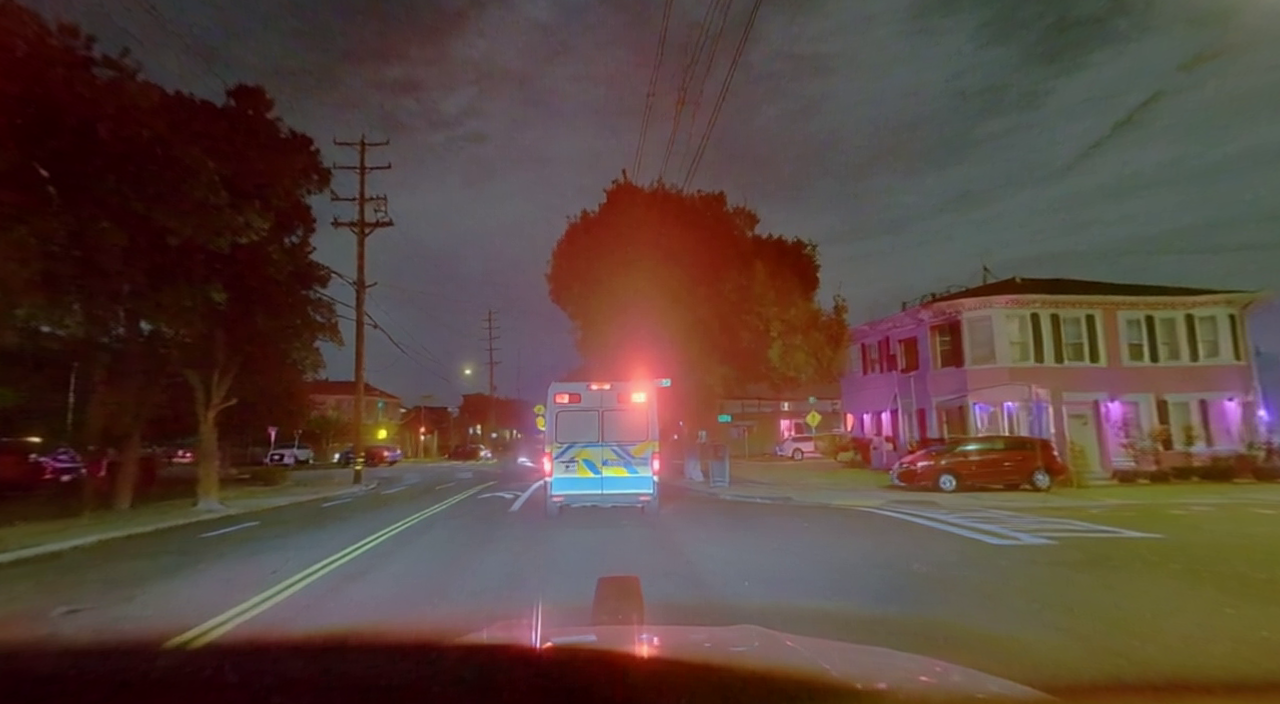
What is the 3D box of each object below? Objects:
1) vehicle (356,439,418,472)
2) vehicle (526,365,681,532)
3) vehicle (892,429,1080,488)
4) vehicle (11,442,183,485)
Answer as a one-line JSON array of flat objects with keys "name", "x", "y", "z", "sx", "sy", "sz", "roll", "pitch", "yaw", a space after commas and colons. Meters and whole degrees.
[{"name": "vehicle", "x": -14.877, "y": 6.010, "z": 36.944, "sx": 2.290, "sy": 1.776, "sz": 4.947, "roll": 5, "pitch": -10, "yaw": -33}, {"name": "vehicle", "x": -0.618, "y": 1.919, "z": 12.845, "sx": 2.444, "sy": 2.640, "sz": 5.482, "roll": 0, "pitch": -8, "yaw": -1}, {"name": "vehicle", "x": 12.125, "y": 3.784, "z": 22.574, "sx": 5.270, "sy": 1.966, "sz": 2.329, "roll": -2, "pitch": -9, "yaw": 9}, {"name": "vehicle", "x": -19.860, "y": 4.061, "z": 23.272, "sx": 4.412, "sy": 1.468, "sz": 1.914, "roll": 0, "pitch": -8, "yaw": -4}]
